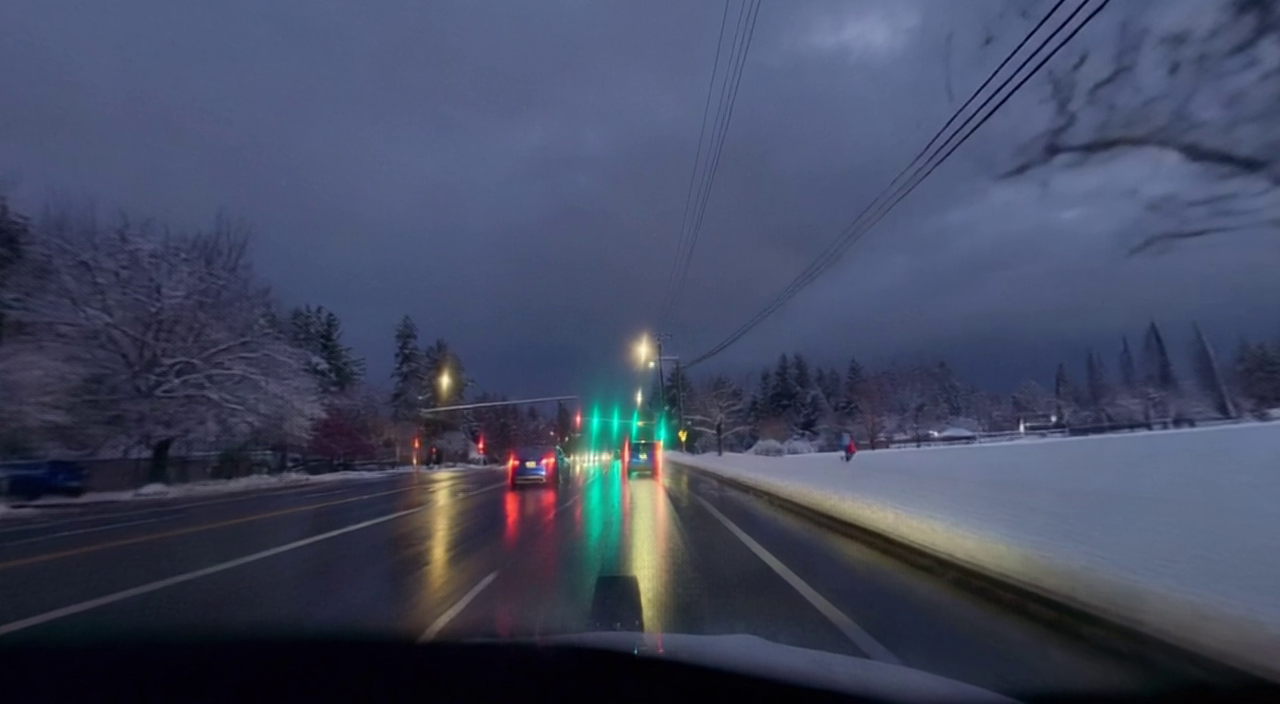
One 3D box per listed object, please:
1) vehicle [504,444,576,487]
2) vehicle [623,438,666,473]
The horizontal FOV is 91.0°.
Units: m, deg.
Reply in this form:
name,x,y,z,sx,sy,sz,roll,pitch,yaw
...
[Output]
name,x,y,z,sx,sy,sz,roll,pitch,yaw
vehicle,-3.667,4.238,23.882,2.036,1.447,4.044,0,-8,1
vehicle,0.163,5.645,34.608,2.215,1.799,4.426,0,-8,-2
